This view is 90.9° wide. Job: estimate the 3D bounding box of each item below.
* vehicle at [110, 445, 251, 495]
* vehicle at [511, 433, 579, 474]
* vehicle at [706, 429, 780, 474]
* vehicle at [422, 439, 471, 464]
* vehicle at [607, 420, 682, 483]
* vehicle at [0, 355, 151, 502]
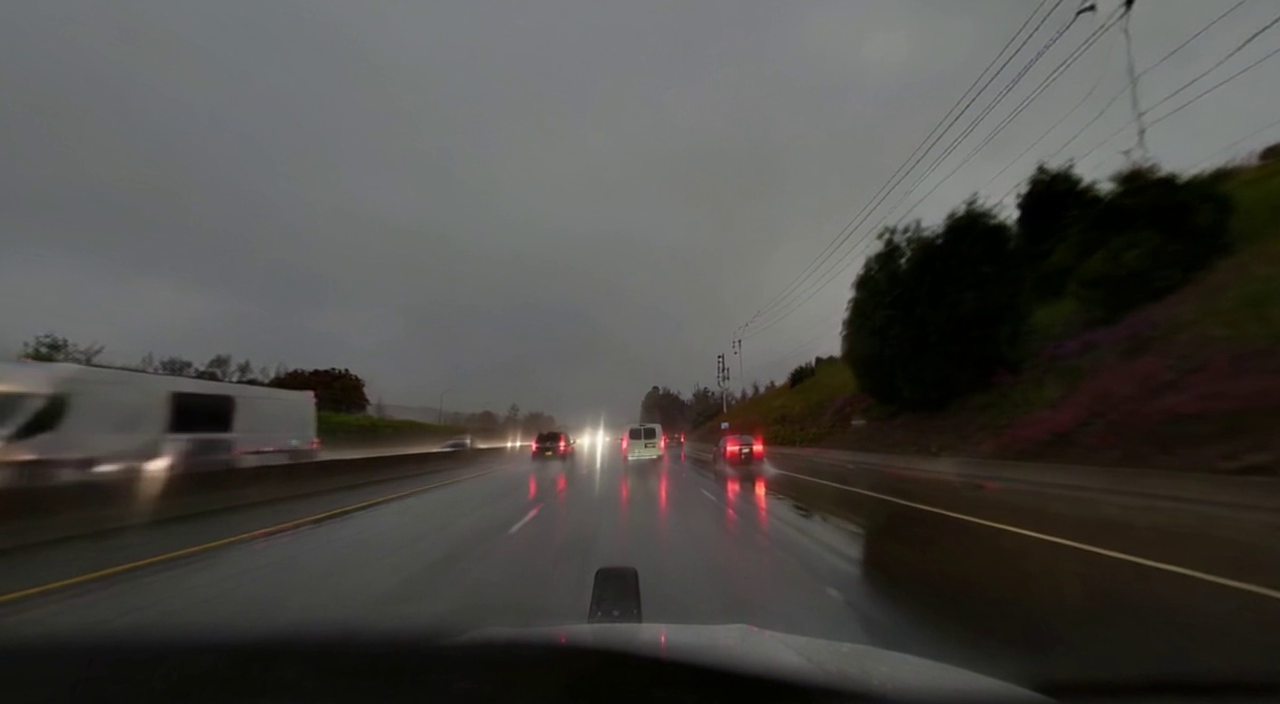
[{"bbox_3d":[-14.669,3.734,20.414,1.764,1.401,3.784,0,-8,-1],"label":"vehicle"},{"bbox_3d":[-3.756,4.071,25.713,2.093,1.517,4.648,0,-8,0],"label":"vehicle"},{"bbox_3d":[3.867,3.814,24.453,1.923,1.562,4.691,0,-8,-2],"label":"vehicle"},{"bbox_3d":[-12.131,6.250,39.762,1.804,1.434,4.358,0,-8,-1],"label":"vehicle"},{"bbox_3d":[0.087,3.156,20.325,2.159,1.811,4.238,0,-8,-1],"label":"vehicle"},{"bbox_3d":[-19.116,2.396,19.443,3.109,3.990,5.971,0,-8,-1],"label":"vehicle"}]
